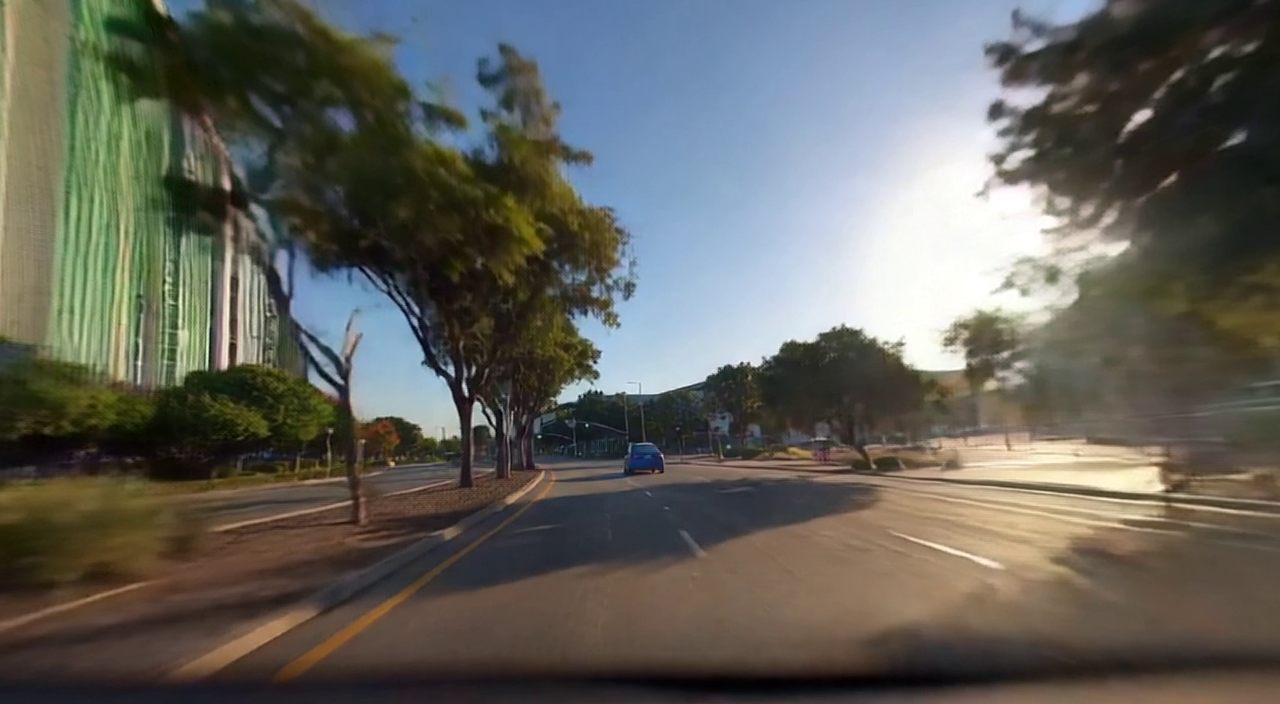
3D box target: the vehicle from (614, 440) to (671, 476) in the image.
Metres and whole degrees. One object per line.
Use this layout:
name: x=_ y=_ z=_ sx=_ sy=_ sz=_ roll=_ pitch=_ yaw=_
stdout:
vehicle: x=0.034 y=5.248 z=31.527 sx=2.165 sy=1.633 sz=4.381 roll=1 pitch=-9 yaw=-8
